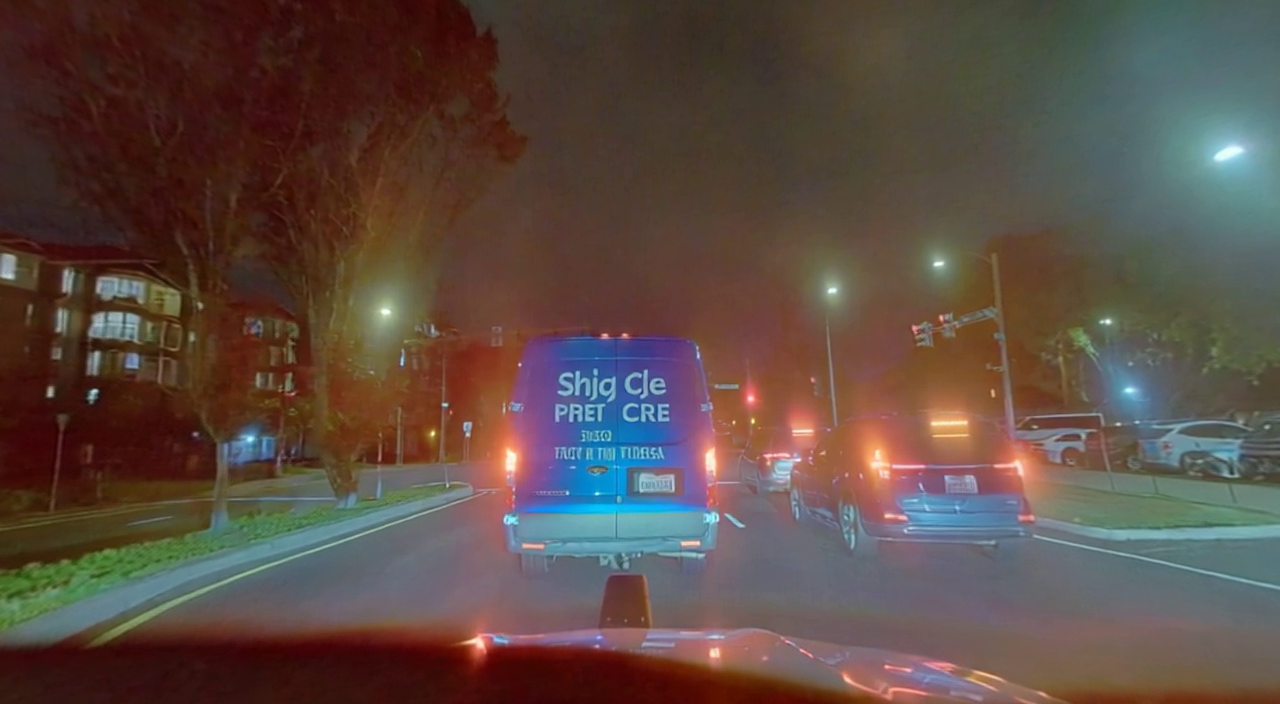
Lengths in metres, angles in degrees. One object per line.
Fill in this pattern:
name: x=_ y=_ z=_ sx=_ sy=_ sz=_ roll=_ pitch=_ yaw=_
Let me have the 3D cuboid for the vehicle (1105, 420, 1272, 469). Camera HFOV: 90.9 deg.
vehicle: x=17.219 y=2.916 z=19.927 sx=3.491 sy=1.443 sz=1.837 roll=0 pitch=-8 yaw=0

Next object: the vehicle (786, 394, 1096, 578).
vehicle: x=3.428 y=1.617 z=8.332 sx=1.965 sy=1.771 sz=4.295 roll=0 pitch=-8 yaw=0

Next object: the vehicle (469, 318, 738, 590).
vehicle: x=-0.299 y=1.272 z=8.310 sx=2.422 sy=2.488 sz=4.992 roll=0 pitch=-8 yaw=1
